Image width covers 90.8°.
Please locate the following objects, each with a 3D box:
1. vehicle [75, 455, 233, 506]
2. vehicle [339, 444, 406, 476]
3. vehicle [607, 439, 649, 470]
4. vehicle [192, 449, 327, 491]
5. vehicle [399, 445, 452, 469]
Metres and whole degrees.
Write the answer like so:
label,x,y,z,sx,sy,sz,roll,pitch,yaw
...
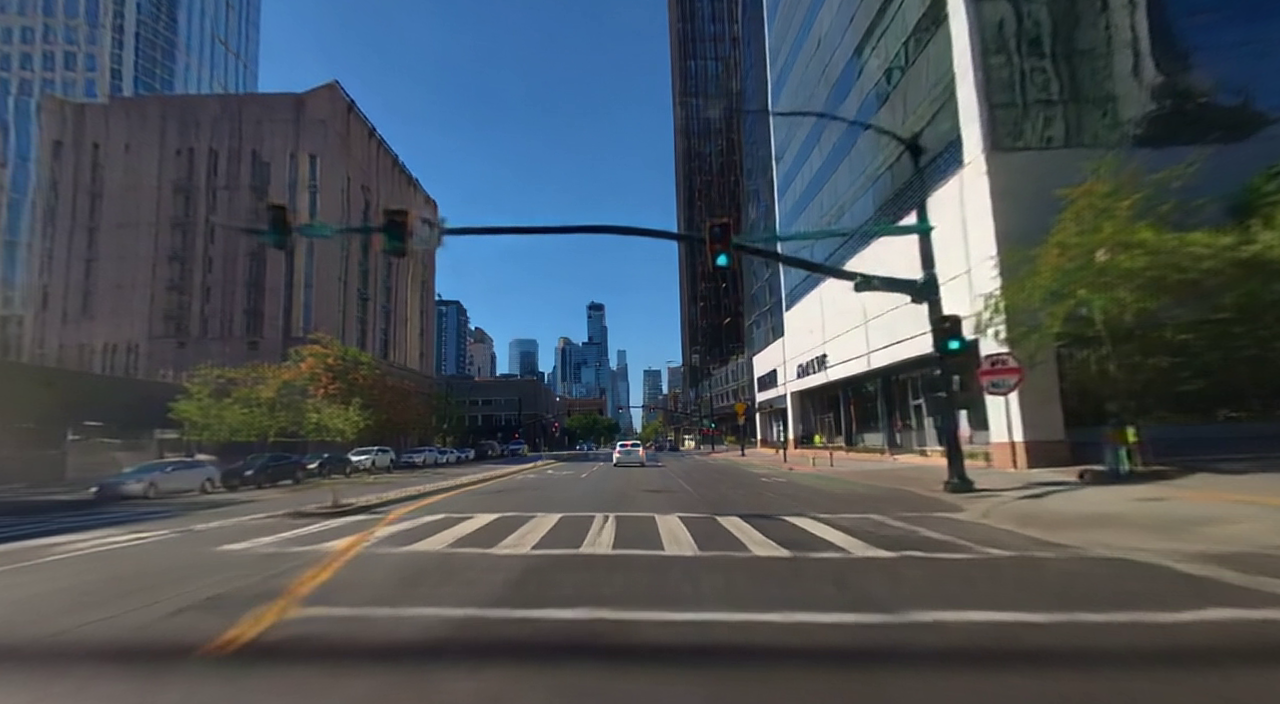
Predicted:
label,x,y,z,sx,sy,sz,roll,pitch,yaw
vehicle,-15.856,4.175,20.996,1.792,1.413,4.452,0,-9,-2
vehicle,-15.826,6.412,37.570,1.981,1.755,4.113,-1,-9,3
vehicle,-0.615,5.335,33.146,2.045,1.510,3.690,0,-9,-1
vehicle,-15.680,4.871,26.468,2.098,1.524,5.102,-1,-9,6
vehicle,-15.911,7.785,47.156,2.130,1.692,4.734,-1,-9,2
